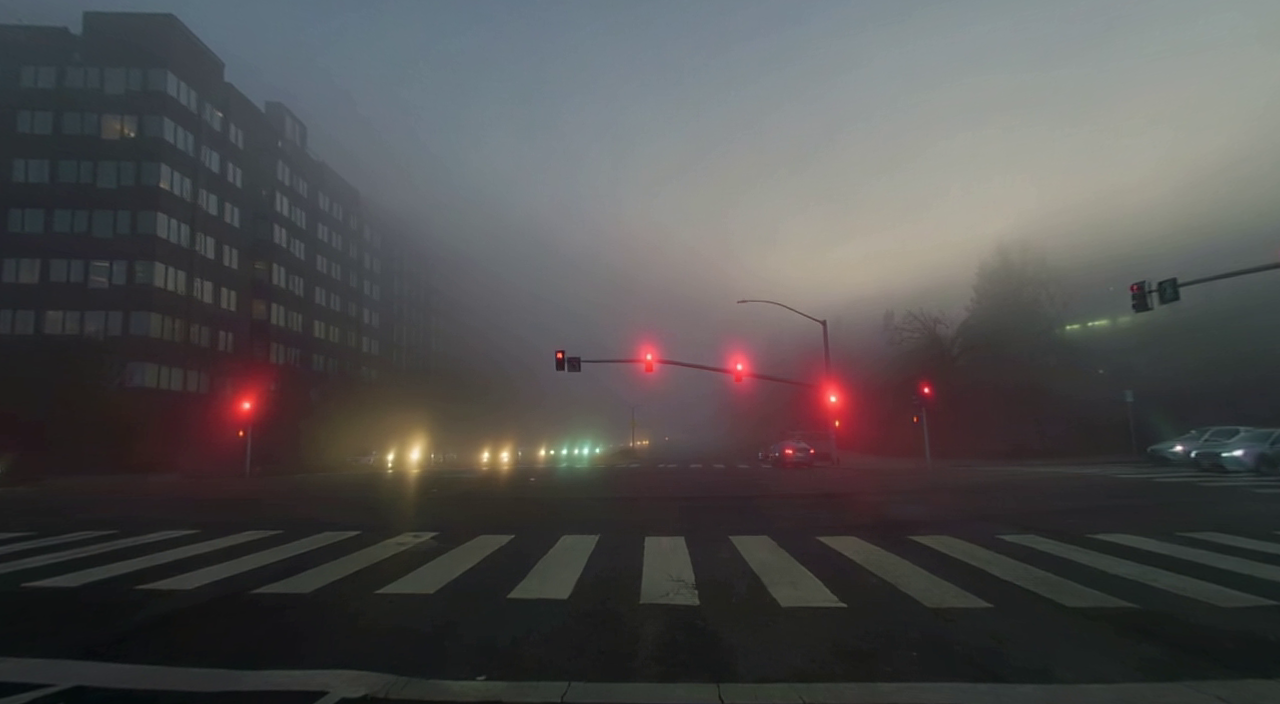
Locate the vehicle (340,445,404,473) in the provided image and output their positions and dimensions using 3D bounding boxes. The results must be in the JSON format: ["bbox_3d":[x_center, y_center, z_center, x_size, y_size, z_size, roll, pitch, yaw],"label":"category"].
[{"bbox_3d":[-18.555,7.418,44.094,2.237,1.842,5.116,0,-9,0],"label":"vehicle"}]

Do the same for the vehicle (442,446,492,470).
[{"bbox_3d":[-11.651,7.152,42.820,2.003,1.476,4.297,-1,-9,2],"label":"vehicle"}]

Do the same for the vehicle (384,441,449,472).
[{"bbox_3d":[-15.144,7.127,43.249,2.340,1.946,5.450,-1,-9,1],"label":"vehicle"}]

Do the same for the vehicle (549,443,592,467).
[{"bbox_3d":[-4.510,6.742,41.669,2.109,1.461,4.637,-1,-9,2],"label":"vehicle"}]

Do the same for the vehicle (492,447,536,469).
[{"bbox_3d":[-8.088,6.824,40.829,1.910,1.288,4.093,-1,-9,1],"label":"vehicle"}]

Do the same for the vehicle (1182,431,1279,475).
[{"bbox_3d":[22.315,3.564,22.373,4.474,1.477,1.908,0,-9,-3],"label":"vehicle"}]
